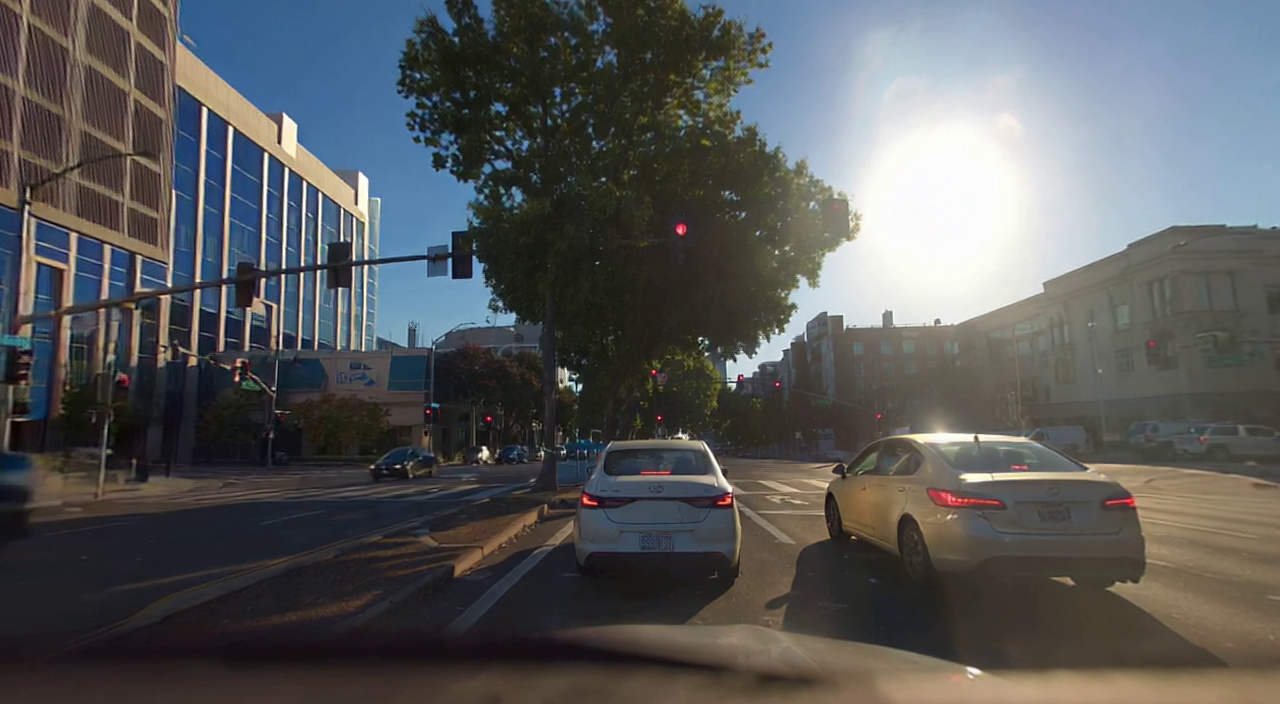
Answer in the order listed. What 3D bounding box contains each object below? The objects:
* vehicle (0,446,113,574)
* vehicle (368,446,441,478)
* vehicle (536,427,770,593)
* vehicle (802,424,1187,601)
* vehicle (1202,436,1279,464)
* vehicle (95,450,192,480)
[{"bbox_3d":[-8.468,1.706,6.495,2.090,1.475,4.616,0,-9,1],"label":"vehicle"},{"bbox_3d":[-11.764,5.500,31.844,1.922,1.466,4.422,0,-9,1],"label":"vehicle"},{"bbox_3d":[0.094,1.726,7.733,2.087,1.468,4.014,0,-9,-1],"label":"vehicle"},{"bbox_3d":[3.629,1.724,7.737,2.018,1.491,4.544,0,-9,-1],"label":"vehicle"},{"bbox_3d":[35.225,5.582,36.142,4.190,1.535,1.998,0,-9,-1],"label":"vehicle"},{"bbox_3d":[-26.686,6.062,34.051,3.657,1.528,1.783,1,-9,-3],"label":"vehicle"}]
